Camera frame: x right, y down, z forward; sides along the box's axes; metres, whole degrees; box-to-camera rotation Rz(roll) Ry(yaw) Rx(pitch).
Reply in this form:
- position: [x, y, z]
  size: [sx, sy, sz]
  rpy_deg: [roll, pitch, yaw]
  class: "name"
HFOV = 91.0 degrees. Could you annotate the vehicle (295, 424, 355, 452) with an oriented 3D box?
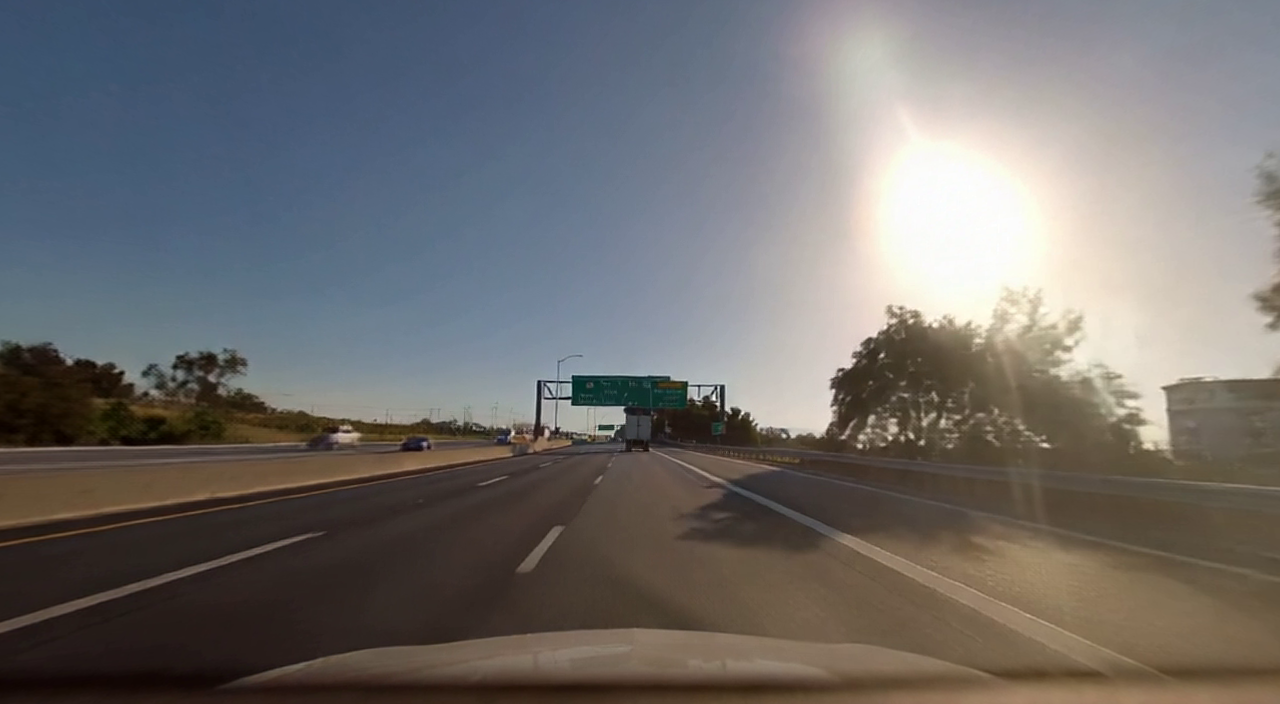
- position: [-22.952, 6.296, 46.026]
  size: [2.032, 1.868, 4.504]
  rpy_deg: [-1, -8, 0]
  class: "vehicle"
